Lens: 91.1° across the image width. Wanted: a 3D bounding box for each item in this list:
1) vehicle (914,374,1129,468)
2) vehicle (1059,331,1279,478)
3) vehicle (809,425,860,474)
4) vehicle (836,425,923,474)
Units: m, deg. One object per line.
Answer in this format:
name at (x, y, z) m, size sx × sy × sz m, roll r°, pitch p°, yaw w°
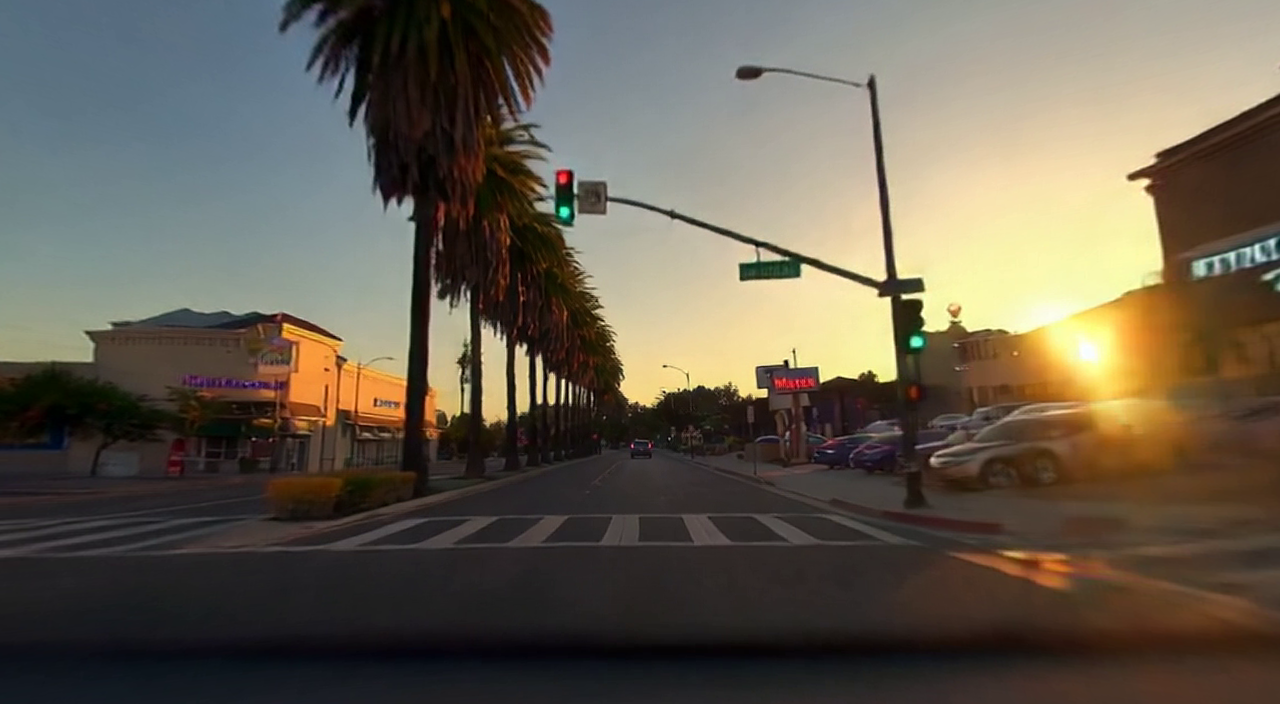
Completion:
vehicle at (15.931, 3.211, 27.703) m, size 2.814 × 3.328 × 10.467 m, roll 0°, pitch -8°, yaw 0°
vehicle at (15.674, 1.674, 17.553) m, size 3.161 × 3.209 × 7.934 m, roll -1°, pitch -8°, yaw 8°
vehicle at (9.561, 4.937, 31.191) m, size 1.917 × 1.876 × 4.629 m, roll -7°, pitch -15°, yaw 12°
vehicle at (9.562, 3.972, 25.436) m, size 1.655 × 1.820 × 3.969 m, roll 0°, pitch -10°, yaw -5°
